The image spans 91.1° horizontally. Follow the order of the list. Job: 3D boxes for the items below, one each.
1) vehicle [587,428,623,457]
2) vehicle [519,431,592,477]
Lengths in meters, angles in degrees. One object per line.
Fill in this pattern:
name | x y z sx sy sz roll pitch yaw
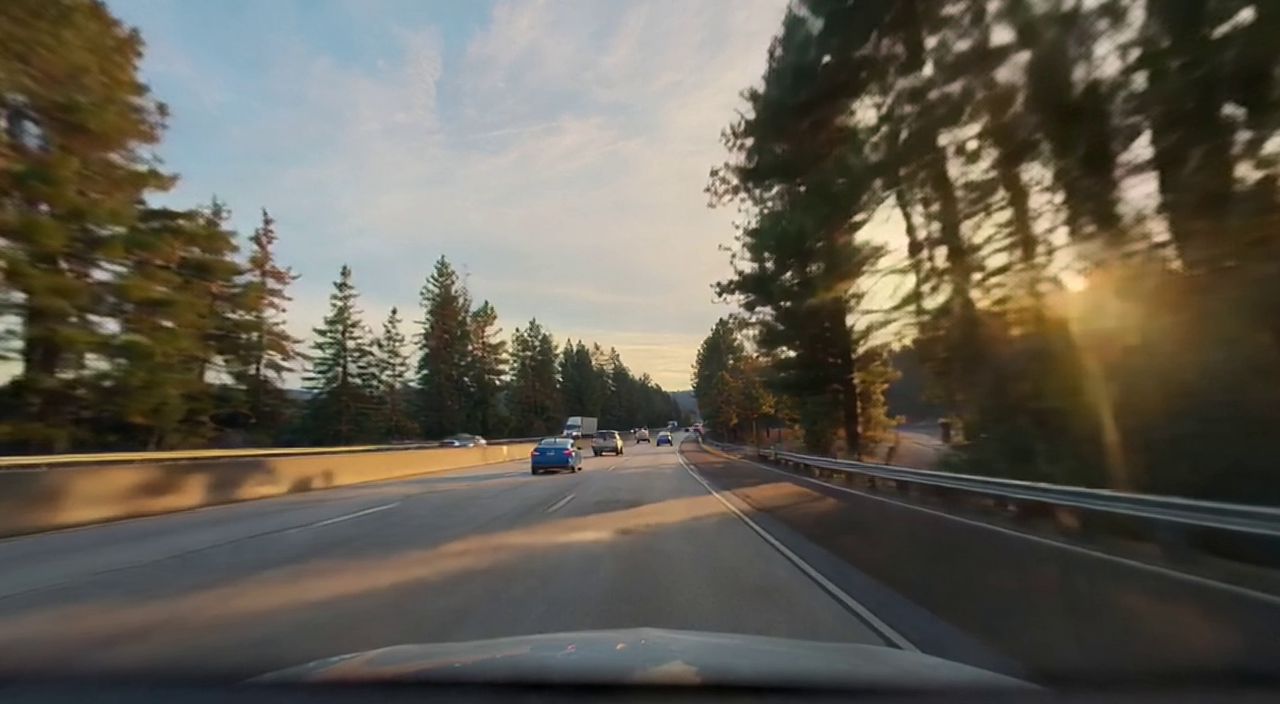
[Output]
vehicle | -2.666 7.012 48.580 2.241 2.095 4.985 -1 -8 3
vehicle | -3.114 3.890 24.214 2.053 1.589 4.671 0 -8 2
